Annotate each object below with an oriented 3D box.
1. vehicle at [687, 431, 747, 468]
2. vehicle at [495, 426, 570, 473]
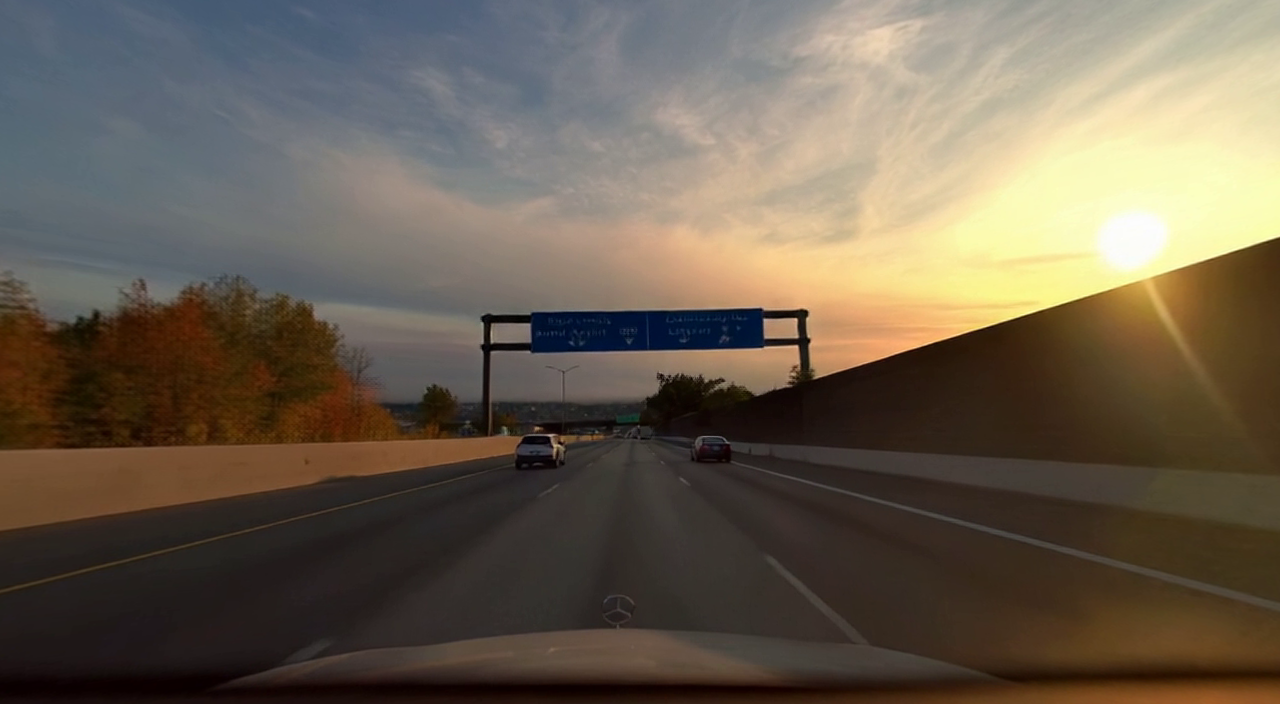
[{"bbox_3d":[3.385,4.398,28.638,2.077,1.523,4.539,0,-8,-1],"label":"vehicle"},{"bbox_3d":[-4.057,3.765,24.502,2.219,1.660,4.153,0,-8,0],"label":"vehicle"}]
